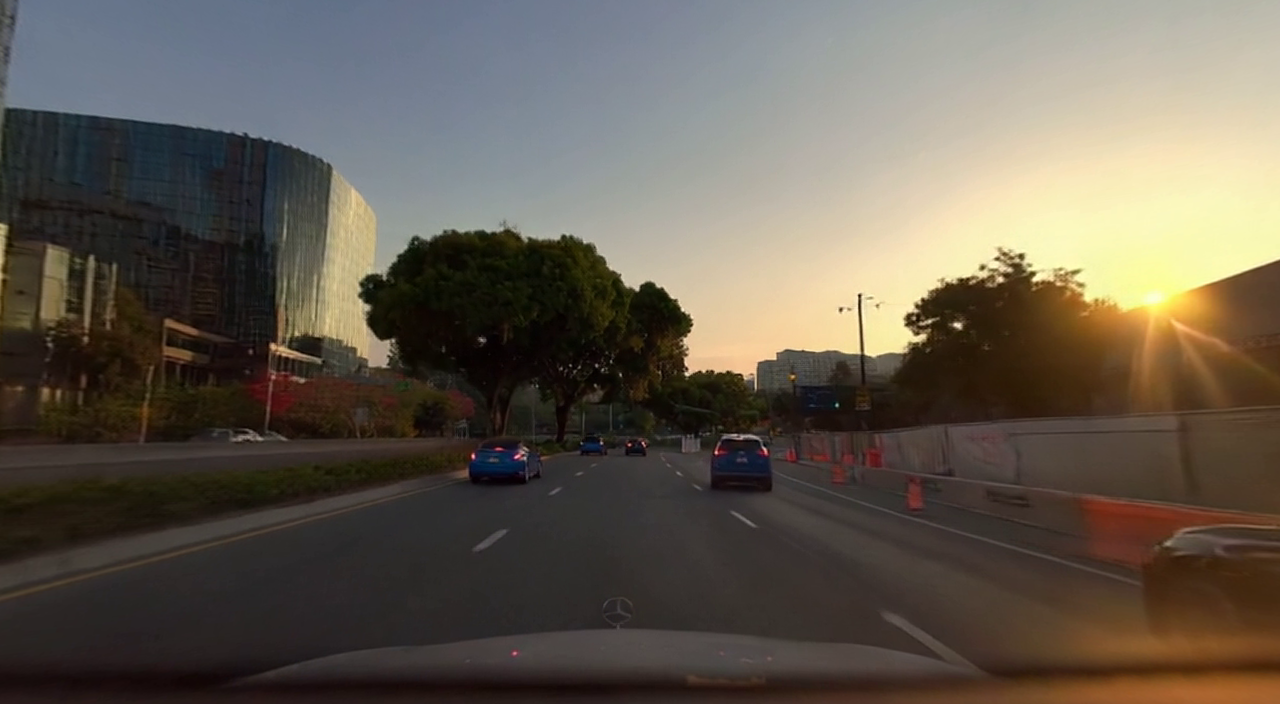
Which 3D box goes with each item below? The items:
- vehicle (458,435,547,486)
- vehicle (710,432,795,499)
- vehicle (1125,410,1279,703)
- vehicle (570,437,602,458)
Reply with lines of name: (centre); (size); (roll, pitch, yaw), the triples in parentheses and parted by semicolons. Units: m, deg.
vehicle: (-4.202, 3.353, 19.895); (1.848, 1.406, 4.013); (0, -8, 1)
vehicle: (2.805, 2.865, 16.387); (1.913, 1.499, 3.581); (-1, -8, 7)
vehicle: (3.721, 0.847, 1.662); (1.784, 1.471, 3.935); (0, -8, 1)
vehicle: (-4.046, 7.212, 47.701); (1.888, 1.486, 4.310); (0, -8, 1)
